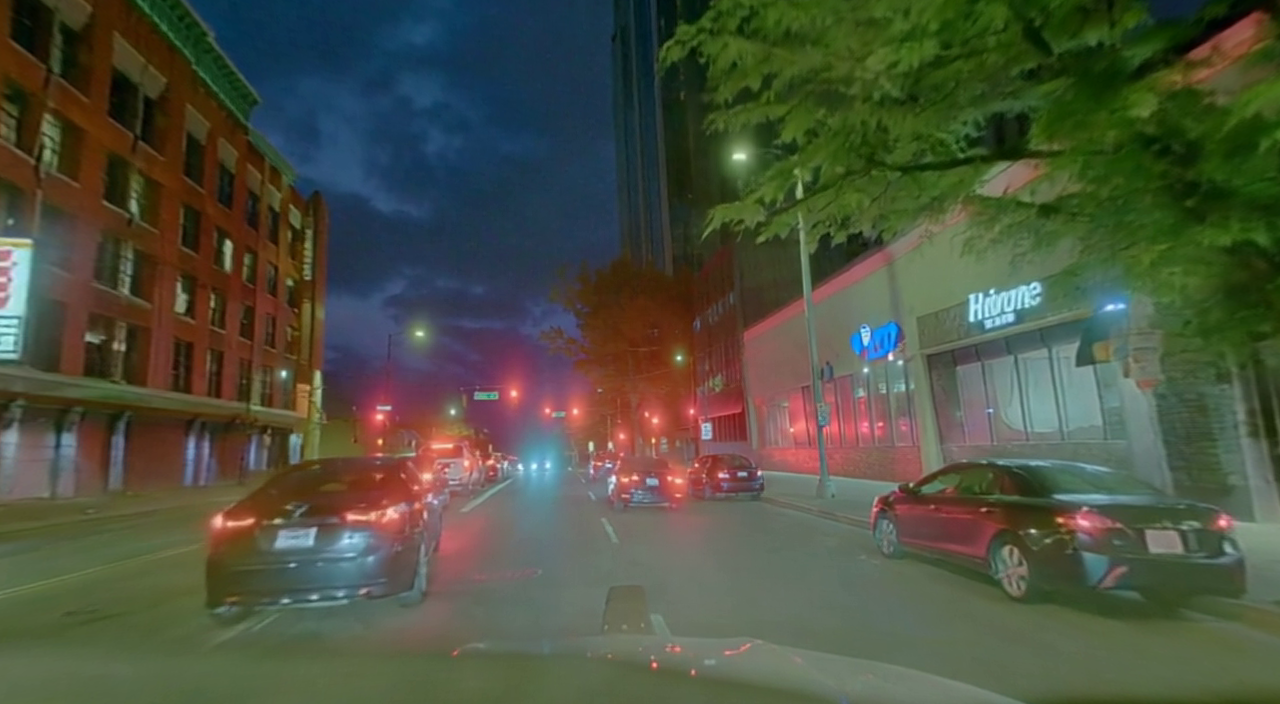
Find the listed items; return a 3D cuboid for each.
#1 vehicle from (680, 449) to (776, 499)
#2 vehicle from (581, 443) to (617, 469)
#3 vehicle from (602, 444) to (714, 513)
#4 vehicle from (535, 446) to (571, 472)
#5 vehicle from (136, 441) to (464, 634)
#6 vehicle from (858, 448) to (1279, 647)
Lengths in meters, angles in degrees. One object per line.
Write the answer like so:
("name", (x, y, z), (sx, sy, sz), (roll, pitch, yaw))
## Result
("vehicle", (2.784, 3.988, 21.087), (1.956, 1.446, 4.537), (1, -9, -8))
("vehicle", (-3.142, 7.772, 47.444), (2.418, 1.816, 4.300), (1, -9, -7))
("vehicle", (0.274, 3.097, 16.041), (2.150, 1.464, 4.467), (1, -9, -7))
("vehicle", (-5.422, 6.666, 39.532), (2.102, 1.521, 4.078), (1, -9, -7))
("vehicle", (-3.248, 1.762, 7.242), (2.169, 1.427, 4.531), (2, -9, -13))
("vehicle", (4.322, 1.892, 7.170), (1.986, 1.555, 3.879), (1, -9, -5))
